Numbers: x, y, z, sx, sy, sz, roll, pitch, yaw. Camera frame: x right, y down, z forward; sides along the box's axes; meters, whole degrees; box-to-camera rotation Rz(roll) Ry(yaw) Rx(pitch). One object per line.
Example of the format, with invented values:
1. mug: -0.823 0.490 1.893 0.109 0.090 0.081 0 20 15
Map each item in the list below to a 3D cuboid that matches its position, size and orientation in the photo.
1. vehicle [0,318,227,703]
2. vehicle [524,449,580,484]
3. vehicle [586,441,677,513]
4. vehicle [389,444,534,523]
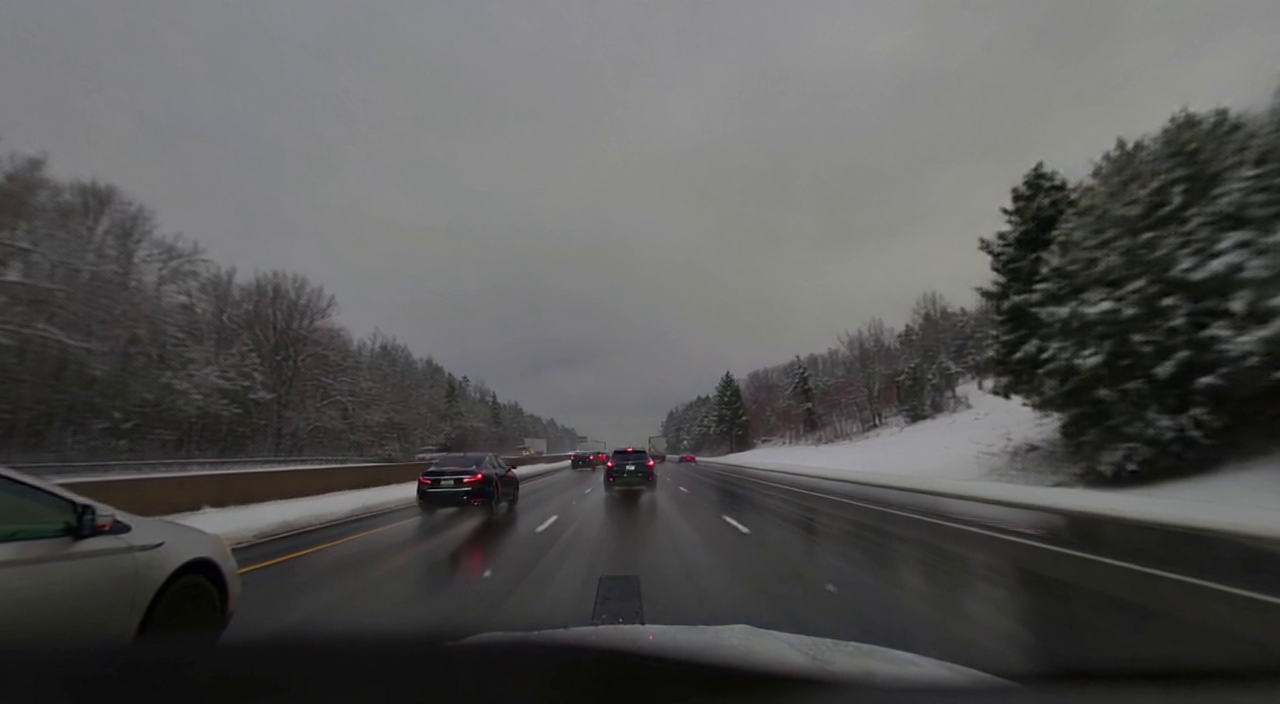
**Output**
1. vehicle: -3.955 0.638 1.713 2.243 1.889 4.949 0 -9 1
2. vehicle: -4.044 5.327 29.666 1.999 1.484 4.269 0 -9 1
3. vehicle: -0.187 3.046 15.737 1.996 1.574 3.426 0 -9 0
4. vehicle: -3.806 2.882 14.407 1.988 1.501 4.438 0 -9 0
